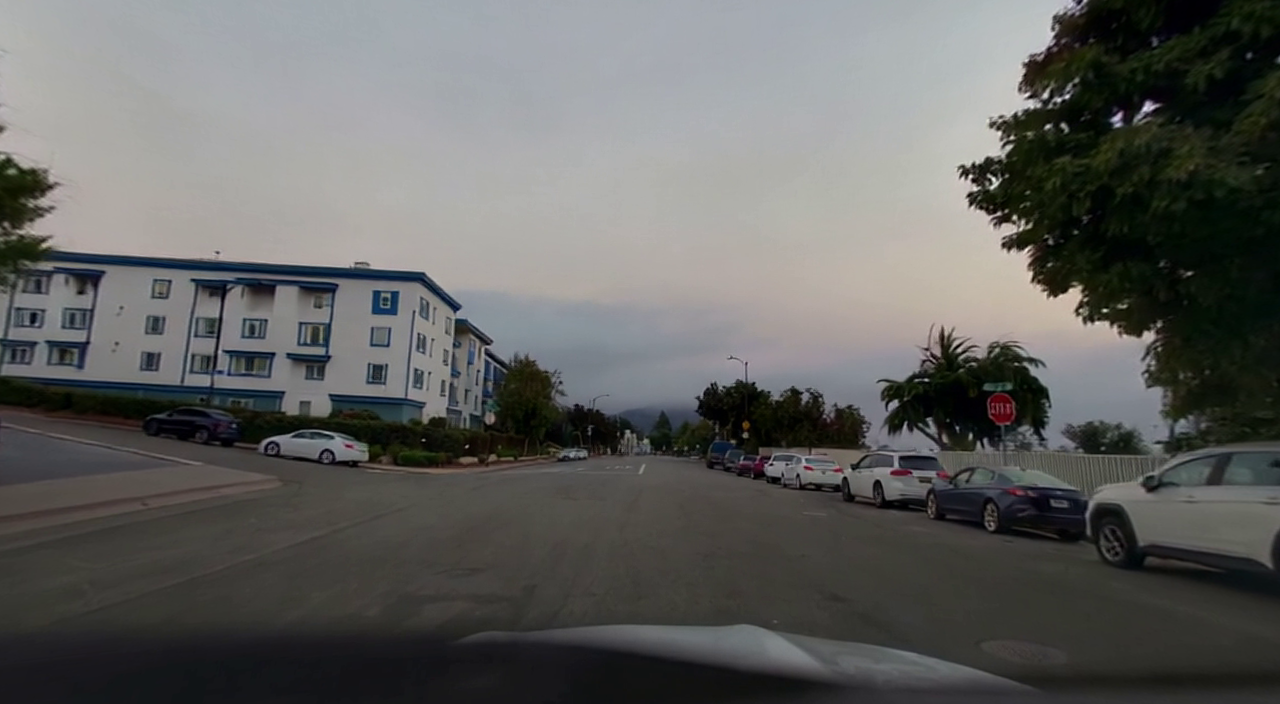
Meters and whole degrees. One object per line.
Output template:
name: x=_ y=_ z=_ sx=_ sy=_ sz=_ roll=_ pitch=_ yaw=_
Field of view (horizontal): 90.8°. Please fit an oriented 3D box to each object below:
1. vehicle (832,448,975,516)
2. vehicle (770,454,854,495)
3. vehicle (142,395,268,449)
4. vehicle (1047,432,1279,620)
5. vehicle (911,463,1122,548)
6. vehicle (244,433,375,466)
vehicle: x=7.497 y=3.711 z=18.620 sx=1.917 sy=1.704 sz=4.840 roll=0 pitch=-9 yaw=-3
vehicle: x=7.253 y=5.177 z=27.211 sx=2.122 sy=1.554 sz=4.777 roll=0 pitch=-9 yaw=-2
vehicle: x=-19.330 y=3.132 z=28.114 sx=4.598 sy=1.645 sz=2.019 roll=7 pitch=-6 yaw=18
vehicle: x=7.301 y=1.830 z=7.041 sx=2.181 sy=1.792 sz=5.066 roll=0 pitch=-9 yaw=1
vehicle: x=7.500 y=3.050 z=13.184 sx=1.900 sy=1.368 sz=4.176 roll=0 pitch=-9 yaw=1
vehicle: x=-14.216 y=4.223 z=27.418 sx=4.603 sy=1.335 sz=1.889 roll=1 pitch=-9 yaw=-9
